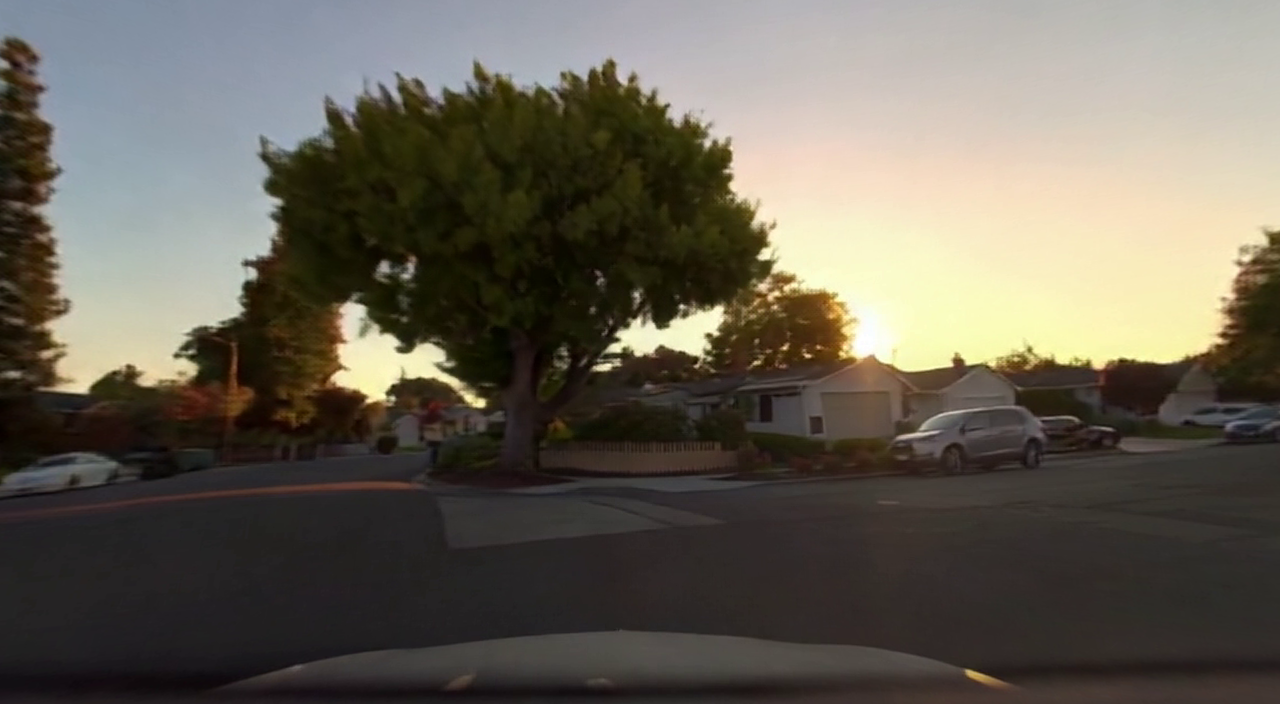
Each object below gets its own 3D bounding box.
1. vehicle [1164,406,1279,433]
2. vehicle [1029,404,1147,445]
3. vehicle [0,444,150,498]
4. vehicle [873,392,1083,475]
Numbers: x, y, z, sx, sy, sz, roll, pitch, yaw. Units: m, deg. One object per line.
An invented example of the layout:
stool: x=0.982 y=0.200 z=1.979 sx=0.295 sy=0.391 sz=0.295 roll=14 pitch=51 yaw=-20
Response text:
vehicle: x=37.696 y=4.465 z=40.963 sx=2.079 sy=1.558 sz=4.977 roll=4 pitch=-9 yaw=-26
vehicle: x=22.824 y=3.791 z=32.286 sx=2.029 sy=1.747 sz=4.373 roll=3 pitch=-11 yaw=-21
vehicle: x=-18.557 y=3.863 z=21.002 sx=2.040 sy=1.525 sz=5.212 roll=3 pitch=-9 yaw=-22
vehicle: x=9.991 y=2.430 z=18.509 sx=6.088 sy=2.084 sz=2.337 roll=4 pitch=-10 yaw=-28
